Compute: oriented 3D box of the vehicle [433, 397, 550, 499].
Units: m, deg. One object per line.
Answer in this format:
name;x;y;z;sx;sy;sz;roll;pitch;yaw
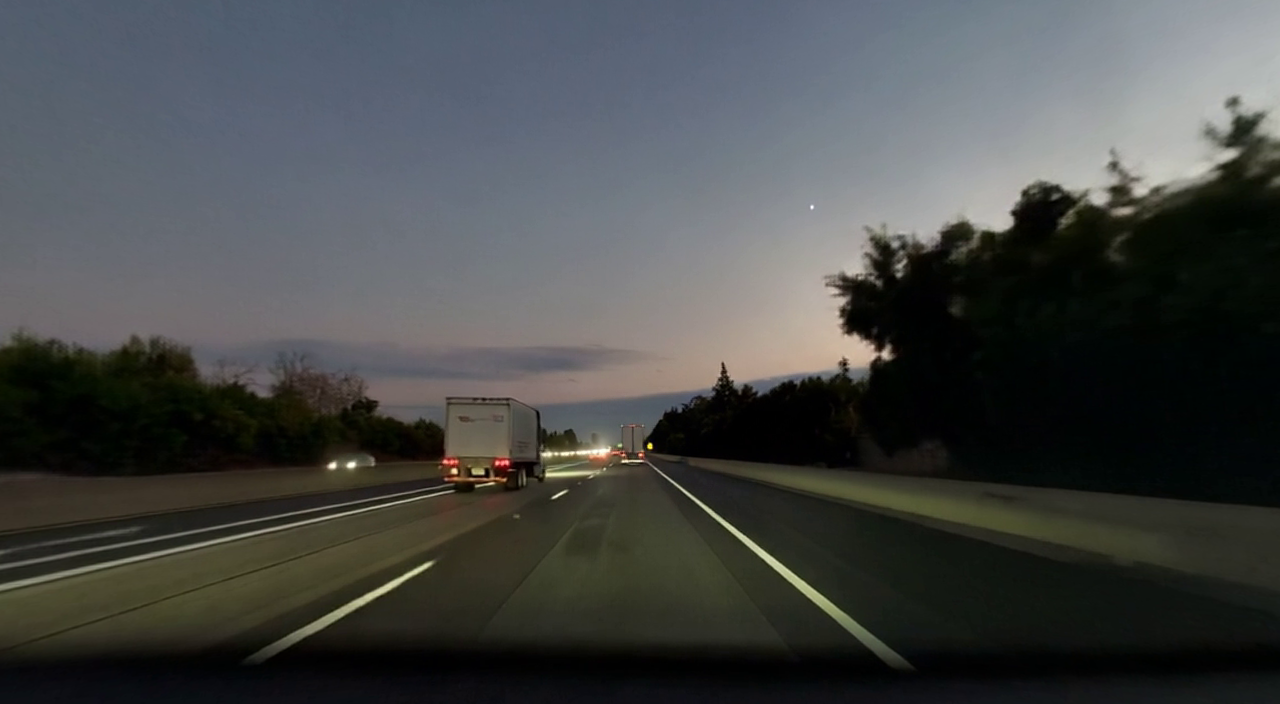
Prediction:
vehicle;-4.595;3.179;20.855;2.368;2.813;6.329;0;-9;-1
